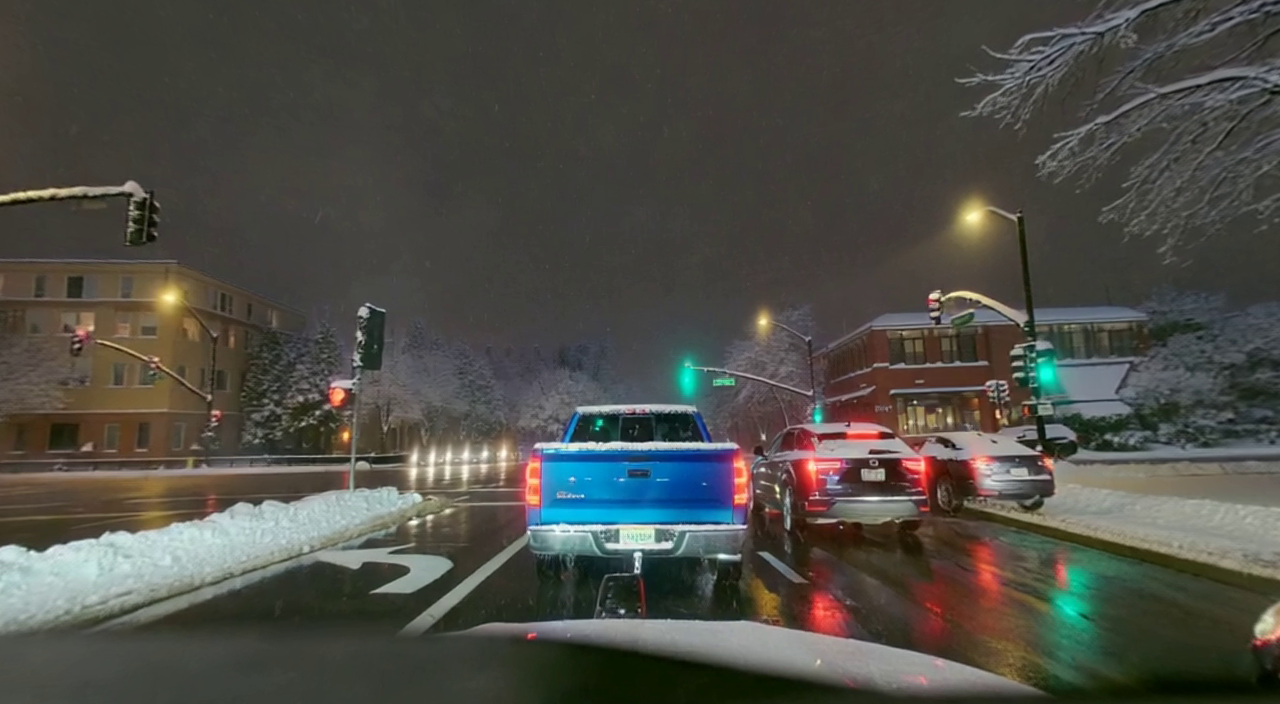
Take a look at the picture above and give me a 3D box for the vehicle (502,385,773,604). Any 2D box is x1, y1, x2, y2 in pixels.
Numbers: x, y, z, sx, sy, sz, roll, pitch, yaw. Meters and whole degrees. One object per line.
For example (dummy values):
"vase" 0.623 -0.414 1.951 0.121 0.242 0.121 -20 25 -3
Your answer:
"vehicle" -0.118 1.570 7.870 2.344 1.883 4.572 0 -8 -3

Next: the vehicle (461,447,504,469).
"vehicle" -11.741 7.917 47.388 1.989 1.459 4.667 0 -8 1

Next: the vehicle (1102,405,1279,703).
"vehicle" 3.253 0.708 0.764 2.057 1.463 4.365 0 -8 0

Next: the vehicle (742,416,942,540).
"vehicle" 3.231 2.119 11.250 2.013 1.742 4.424 0 -8 -1

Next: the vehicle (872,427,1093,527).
"vehicle" 6.545 2.410 12.802 2.002 1.651 4.305 0 -8 -1

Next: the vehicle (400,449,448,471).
"vehicle" -15.828 7.904 46.557 1.915 1.491 4.347 0 -8 1
